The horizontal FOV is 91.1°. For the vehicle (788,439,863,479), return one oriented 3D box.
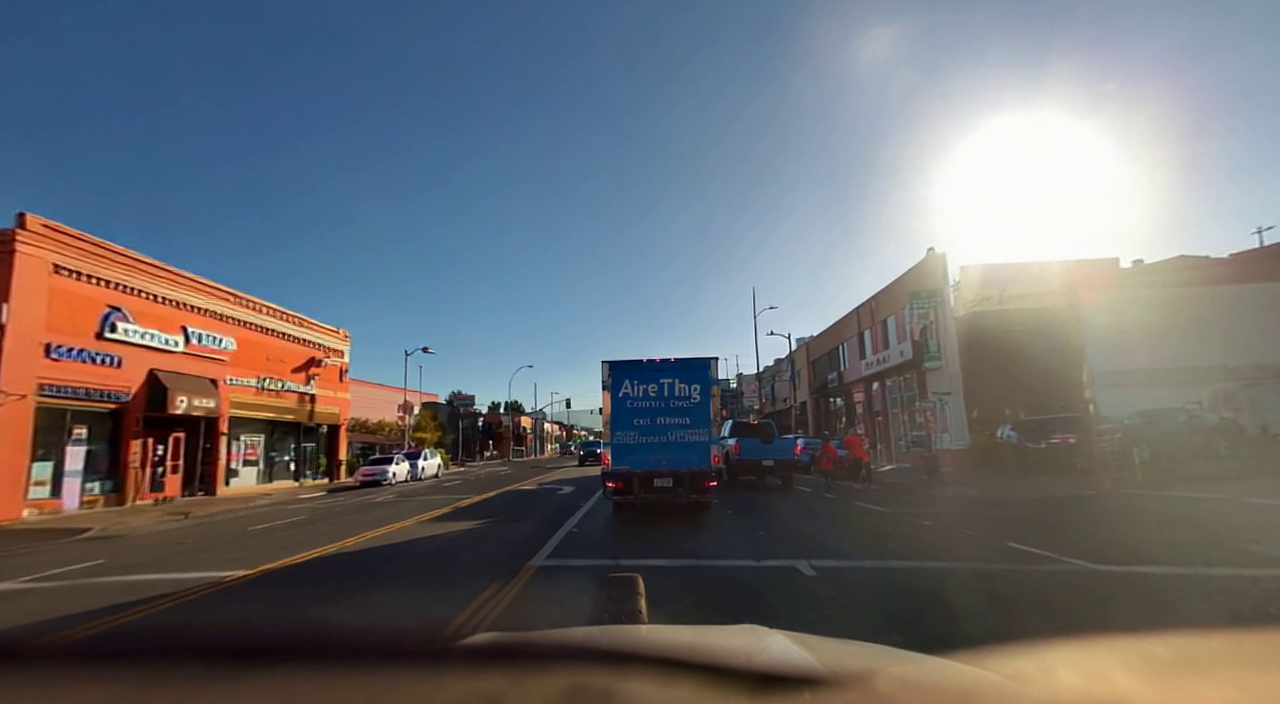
[{"bbox_3d":[7.791,4.539,26.819,1.951,1.548,4.290,0,-9,1],"label":"vehicle"}]

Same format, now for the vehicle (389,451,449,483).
[{"bbox_3d":[-13.103,6.812,37.500,1.943,1.682,4.365,0,-8,0],"label":"vehicle"}]

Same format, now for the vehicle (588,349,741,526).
[{"bbox_3d":[0.293,1.847,13.539,2.517,2.926,6.177,0,-9,-2],"label":"vehicle"}]

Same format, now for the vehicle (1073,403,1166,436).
[{"bbox_3d":[26.031,3.739,34.251,1.811,1.623,3.921,1,-9,-3],"label":"vehicle"}]

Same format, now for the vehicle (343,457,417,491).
[{"bbox_3d":[-13.256,6.234,32.294,1.901,1.508,4.405,0,-8,0],"label":"vehicle"}]

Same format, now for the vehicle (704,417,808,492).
[{"bbox_3d":[3.500,3.261,20.162,2.346,2.062,5.236,0,-8,0],"label":"vehicle"}]
